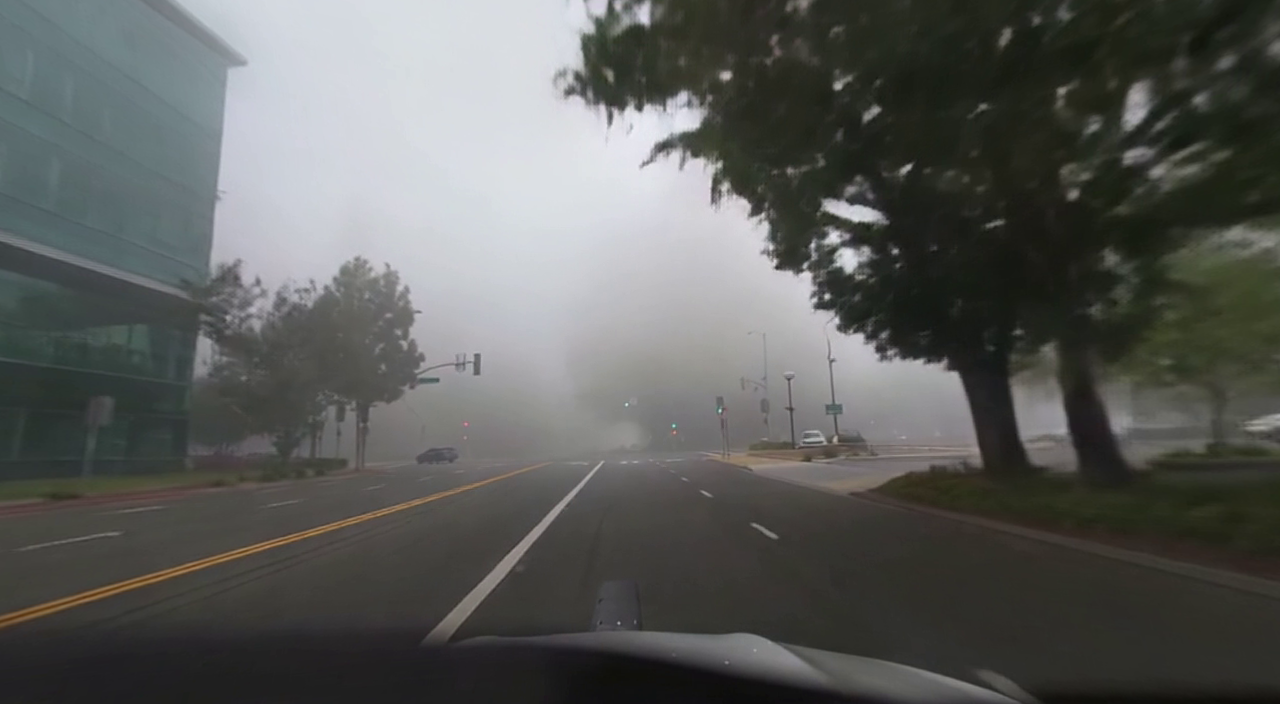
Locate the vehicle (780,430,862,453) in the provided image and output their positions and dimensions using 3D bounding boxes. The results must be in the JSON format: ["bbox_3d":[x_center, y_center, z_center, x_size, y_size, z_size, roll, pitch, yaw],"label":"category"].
[{"bbox_3d":[11.700,5.809,41.089,4.670,1.476,2.042,0,-8,-1],"label":"vehicle"}]

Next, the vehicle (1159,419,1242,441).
[{"bbox_3d":[42.345,5.931,47.947,1.801,1.495,4.816,0,-9,-2],"label":"vehicle"}]

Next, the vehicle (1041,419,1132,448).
[{"bbox_3d":[24.343,4.520,34.703,1.859,1.453,4.076,0,-9,-2],"label":"vehicle"}]
